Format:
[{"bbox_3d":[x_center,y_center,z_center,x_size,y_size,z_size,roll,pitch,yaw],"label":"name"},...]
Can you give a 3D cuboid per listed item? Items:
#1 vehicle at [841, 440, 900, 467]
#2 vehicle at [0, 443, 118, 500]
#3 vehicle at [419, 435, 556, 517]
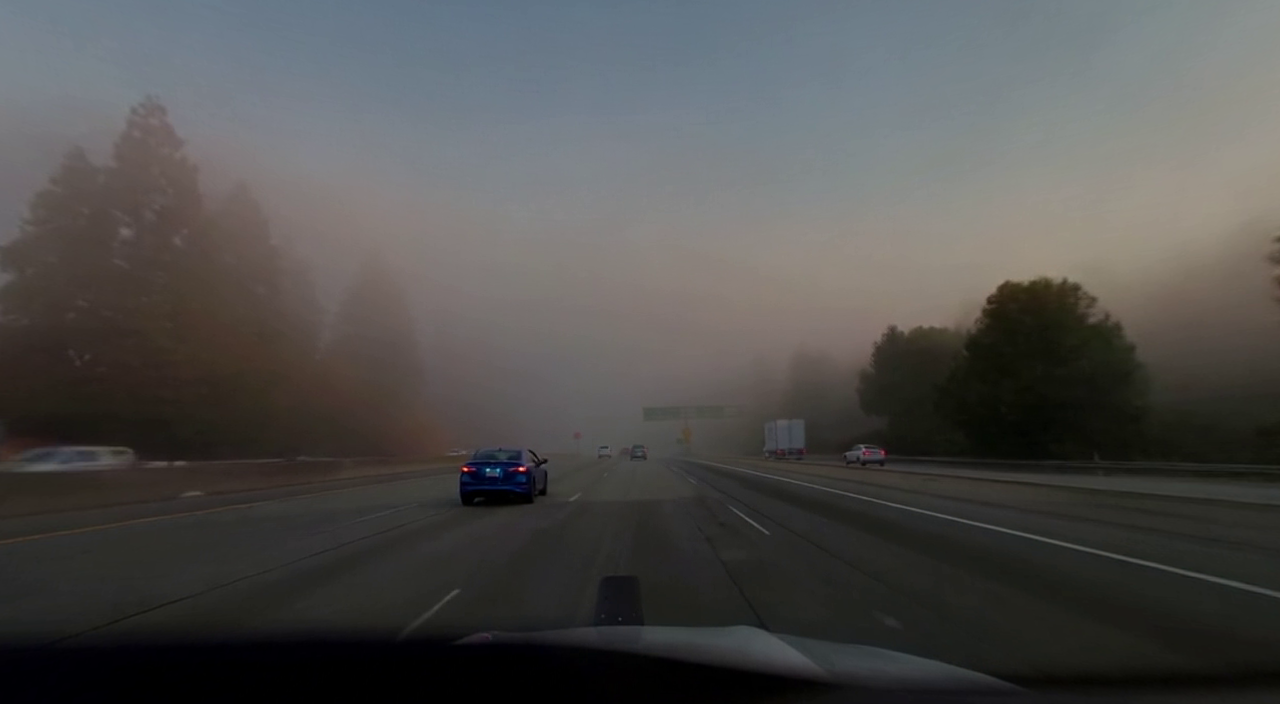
[{"bbox_3d":[15.646,6.882,43.106,2.081,1.707,4.756,0,-9,-2],"label":"vehicle"},{"bbox_3d":[-21.378,4.134,22.263,1.916,1.804,4.712,0,-9,0],"label":"vehicle"},{"bbox_3d":[-3.214,2.715,14.284,2.020,1.554,4.137,0,-9,0],"label":"vehicle"}]
